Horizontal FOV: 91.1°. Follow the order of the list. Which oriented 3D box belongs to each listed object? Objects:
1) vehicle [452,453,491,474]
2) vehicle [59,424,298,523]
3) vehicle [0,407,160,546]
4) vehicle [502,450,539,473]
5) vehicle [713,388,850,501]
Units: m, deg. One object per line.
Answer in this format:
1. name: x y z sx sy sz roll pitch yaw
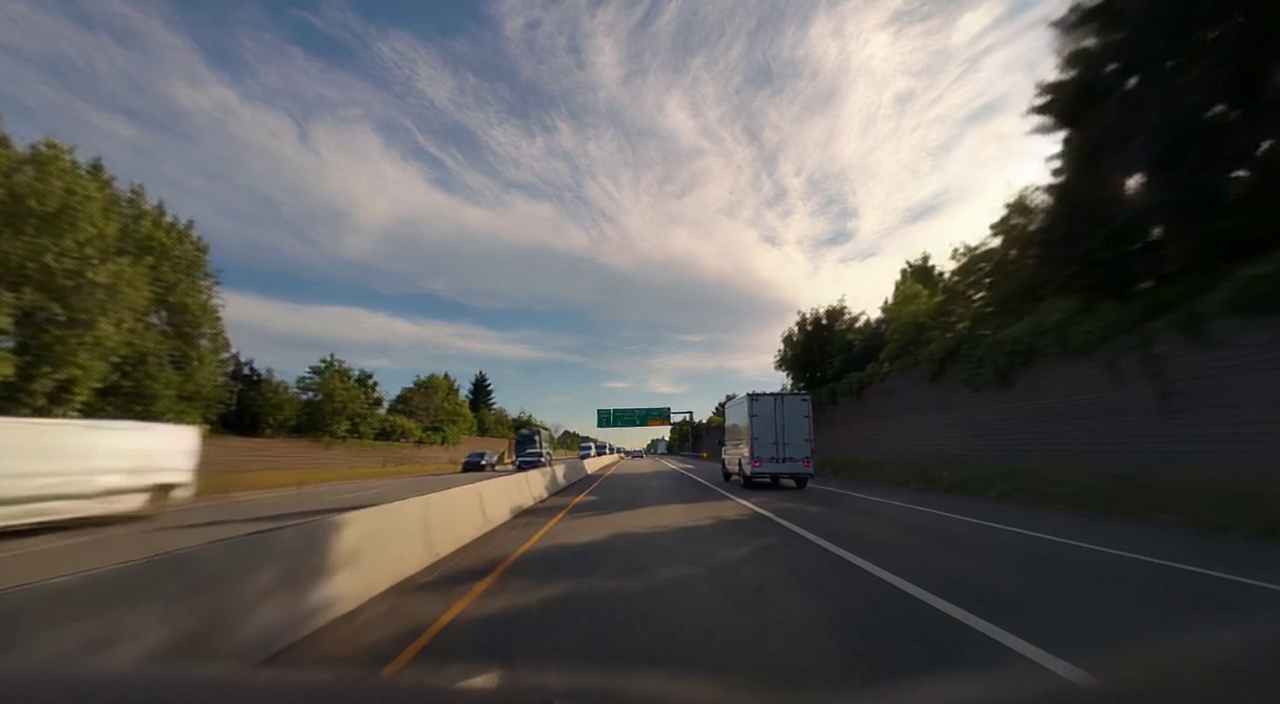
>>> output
1. vehicle: -12.666 8.356 47.449 1.802 1.445 4.047 0 -9 -1
2. vehicle: -12.819 3.393 18.235 2.496 2.353 5.824 0 -9 0
3. vehicle: -12.796 2.318 11.764 2.601 2.464 6.400 0 -9 -1
4. vehicle: -8.144 7.490 43.155 1.800 1.441 3.633 -1 -9 0
5. vehicle: 3.942 2.825 19.207 2.449 2.805 6.763 0 -9 -1
